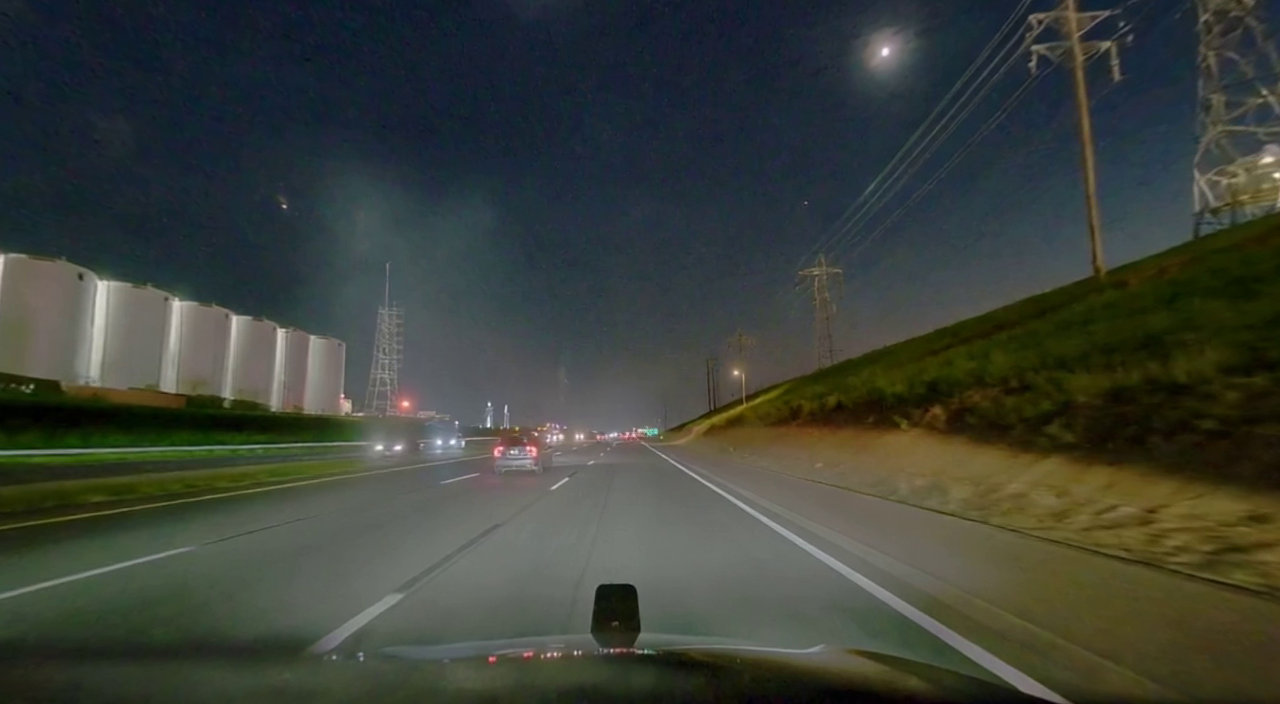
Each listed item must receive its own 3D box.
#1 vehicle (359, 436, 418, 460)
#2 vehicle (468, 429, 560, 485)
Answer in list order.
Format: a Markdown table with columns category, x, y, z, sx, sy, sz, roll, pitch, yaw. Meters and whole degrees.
| category | x | y | z | sx | sy | sz | roll | pitch | yaw |
| --- | --- | --- | --- | --- | --- | --- | --- | --- | --- |
| vehicle | -15.955 | 6.082 | 40.215 | 1.888 | 1.445 | 4.482 | 0 | -8 | 0 |
| vehicle | -3.606 | 3.060 | 18.763 | 1.952 | 1.462 | 3.969 | 0 | -8 | 0 |
